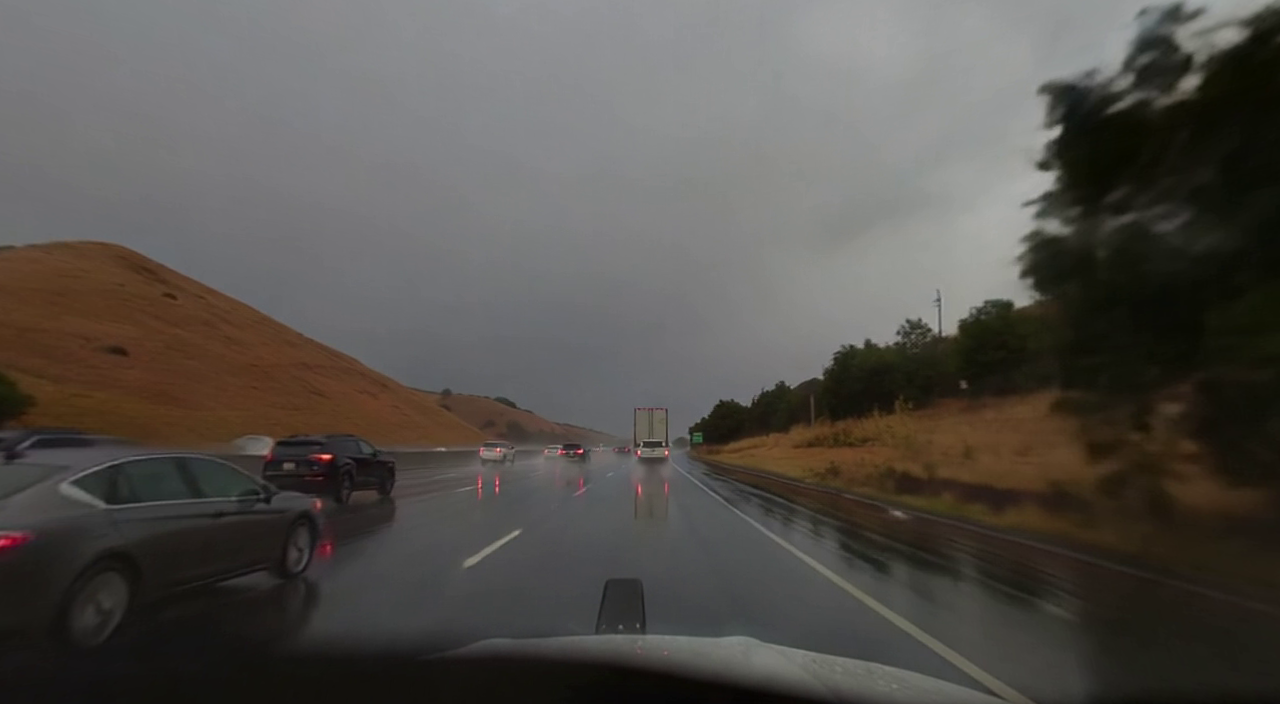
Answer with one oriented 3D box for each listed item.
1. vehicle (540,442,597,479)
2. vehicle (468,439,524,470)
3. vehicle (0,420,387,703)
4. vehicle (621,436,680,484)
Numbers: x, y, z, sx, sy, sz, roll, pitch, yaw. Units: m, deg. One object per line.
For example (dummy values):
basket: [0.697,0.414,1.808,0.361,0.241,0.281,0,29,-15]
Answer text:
vehicle: [-3.415,5.291,31.073,2.155,1.661,4.477,0,-9,2]
vehicle: [-10.526,7.540,46.577,2.421,2.025,6.236,0,-9,2]
vehicle: [-3.891,1.332,4.826,1.943,1.468,4.547,1,-9,1]
vehicle: [0.423,4.460,26.396,2.281,1.795,4.297,1,-9,1]
